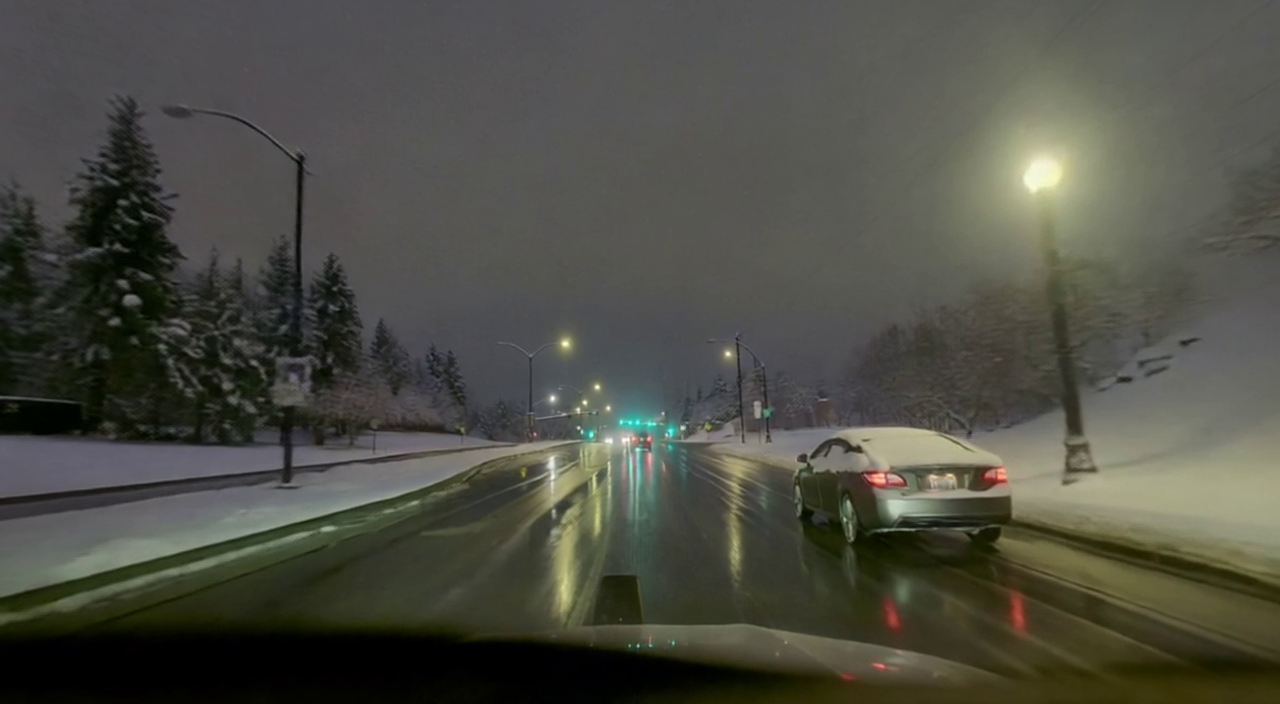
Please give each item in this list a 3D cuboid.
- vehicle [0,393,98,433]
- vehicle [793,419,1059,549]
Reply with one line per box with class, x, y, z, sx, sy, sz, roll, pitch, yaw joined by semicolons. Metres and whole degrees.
vehicle;-37.243;3.762;38.195;2.256;2.170;6.436;-1;-8;9
vehicle;4.001;1.932;9.874;2.063;1.542;4.420;0;-9;0
